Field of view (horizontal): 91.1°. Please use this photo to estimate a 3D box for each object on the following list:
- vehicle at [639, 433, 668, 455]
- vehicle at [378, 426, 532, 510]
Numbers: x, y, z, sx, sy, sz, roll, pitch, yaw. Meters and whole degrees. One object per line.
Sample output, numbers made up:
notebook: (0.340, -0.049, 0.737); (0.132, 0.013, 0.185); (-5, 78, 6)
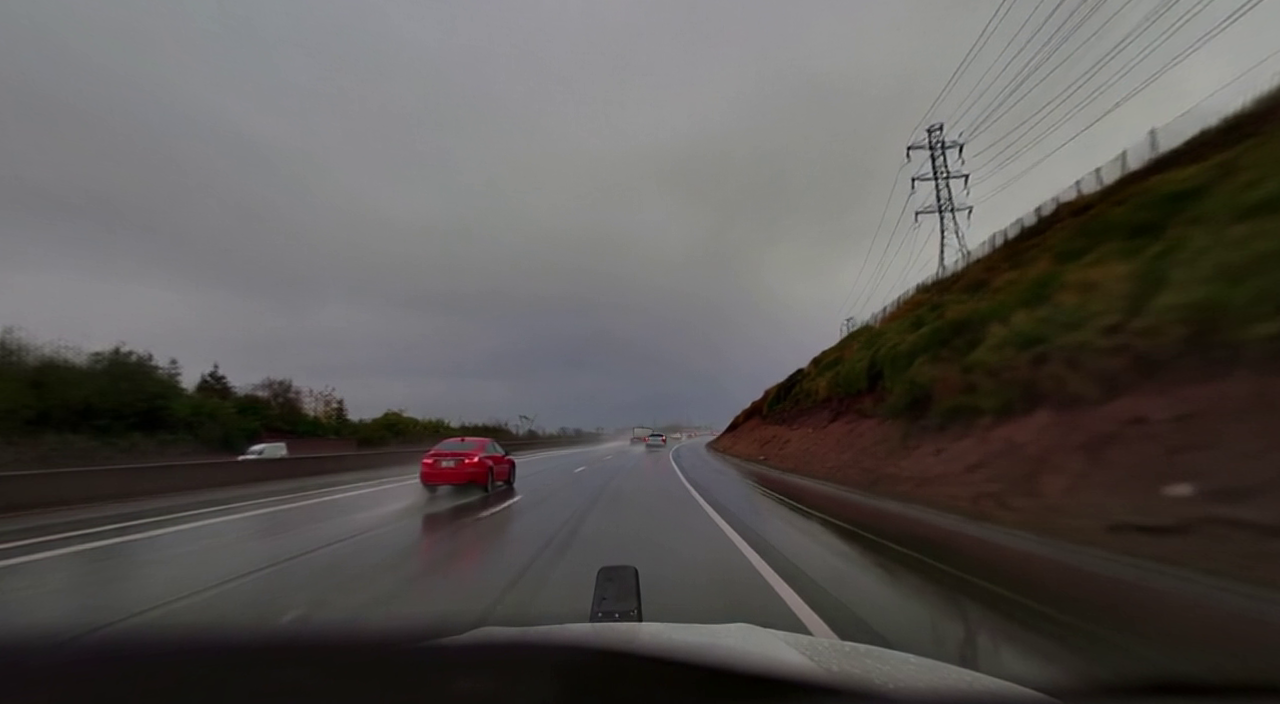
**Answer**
vehicle: (1.054, 6.932, 47.486); (2.077, 1.523, 4.206); (0, -8, 3)
vehicle: (-3.767, 2.415, 13.707); (2.030, 1.522, 4.250); (0, -8, 0)
